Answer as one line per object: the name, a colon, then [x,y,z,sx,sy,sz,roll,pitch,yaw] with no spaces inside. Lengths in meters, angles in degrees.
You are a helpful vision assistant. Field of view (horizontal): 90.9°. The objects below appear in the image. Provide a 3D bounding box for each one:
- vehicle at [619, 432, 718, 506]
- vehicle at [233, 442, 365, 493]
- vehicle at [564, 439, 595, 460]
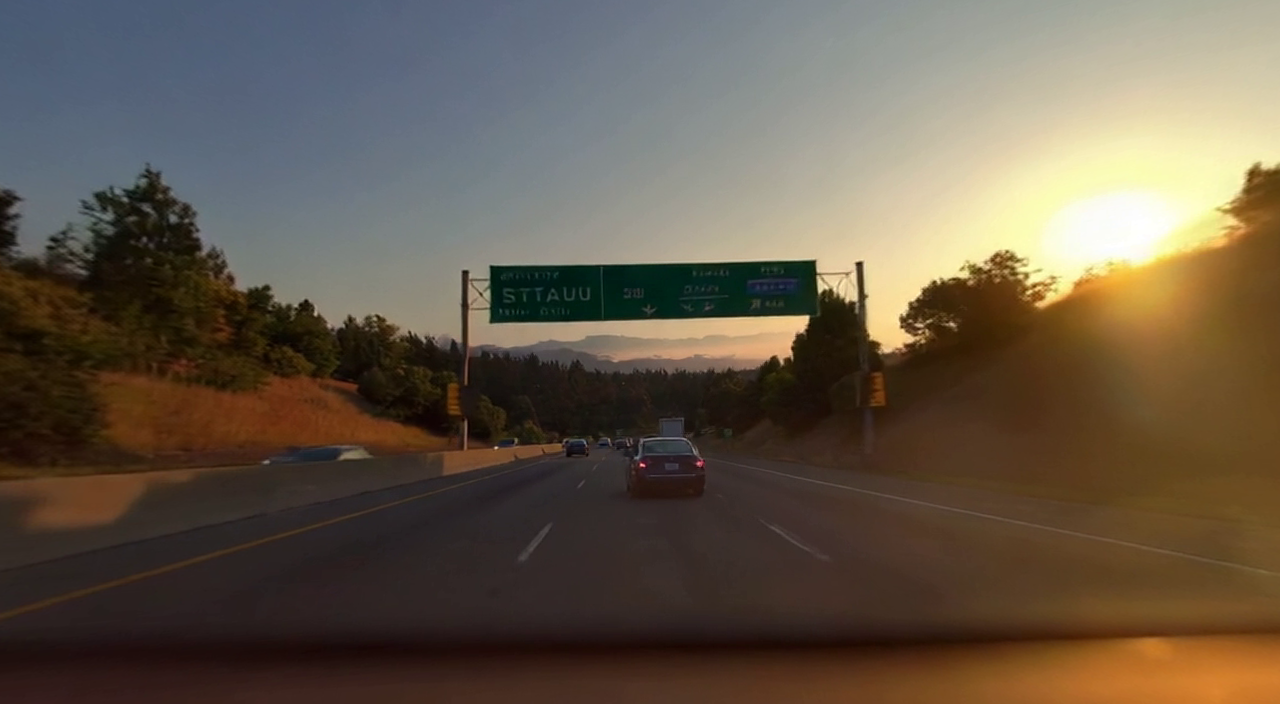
vehicle: [0.502,2.708,15.306,1.961,1.495,4.743,0,-8,-3]
vehicle: [-11.412,3.849,21.536,2.060,1.505,4.442,0,-8,-1]
vehicle: [-4.523,7.397,47.996,2.055,1.466,4.317,0,-8,-2]
